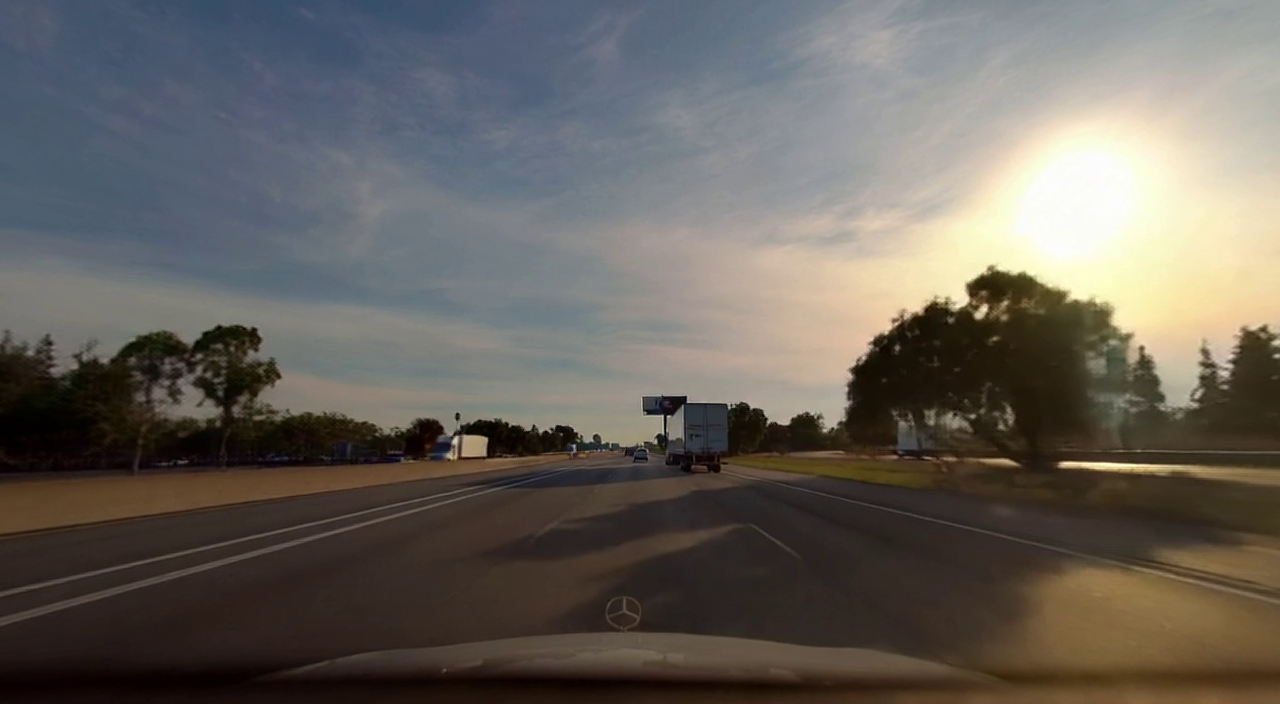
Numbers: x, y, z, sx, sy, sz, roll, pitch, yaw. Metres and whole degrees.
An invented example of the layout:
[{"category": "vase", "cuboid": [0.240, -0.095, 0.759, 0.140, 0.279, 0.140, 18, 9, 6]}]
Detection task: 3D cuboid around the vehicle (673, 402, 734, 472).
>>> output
[{"category": "vehicle", "cuboid": [4.265, 6.234, 45.424, 3.058, 4.312, 12.251, 0, -9, 0]}]
